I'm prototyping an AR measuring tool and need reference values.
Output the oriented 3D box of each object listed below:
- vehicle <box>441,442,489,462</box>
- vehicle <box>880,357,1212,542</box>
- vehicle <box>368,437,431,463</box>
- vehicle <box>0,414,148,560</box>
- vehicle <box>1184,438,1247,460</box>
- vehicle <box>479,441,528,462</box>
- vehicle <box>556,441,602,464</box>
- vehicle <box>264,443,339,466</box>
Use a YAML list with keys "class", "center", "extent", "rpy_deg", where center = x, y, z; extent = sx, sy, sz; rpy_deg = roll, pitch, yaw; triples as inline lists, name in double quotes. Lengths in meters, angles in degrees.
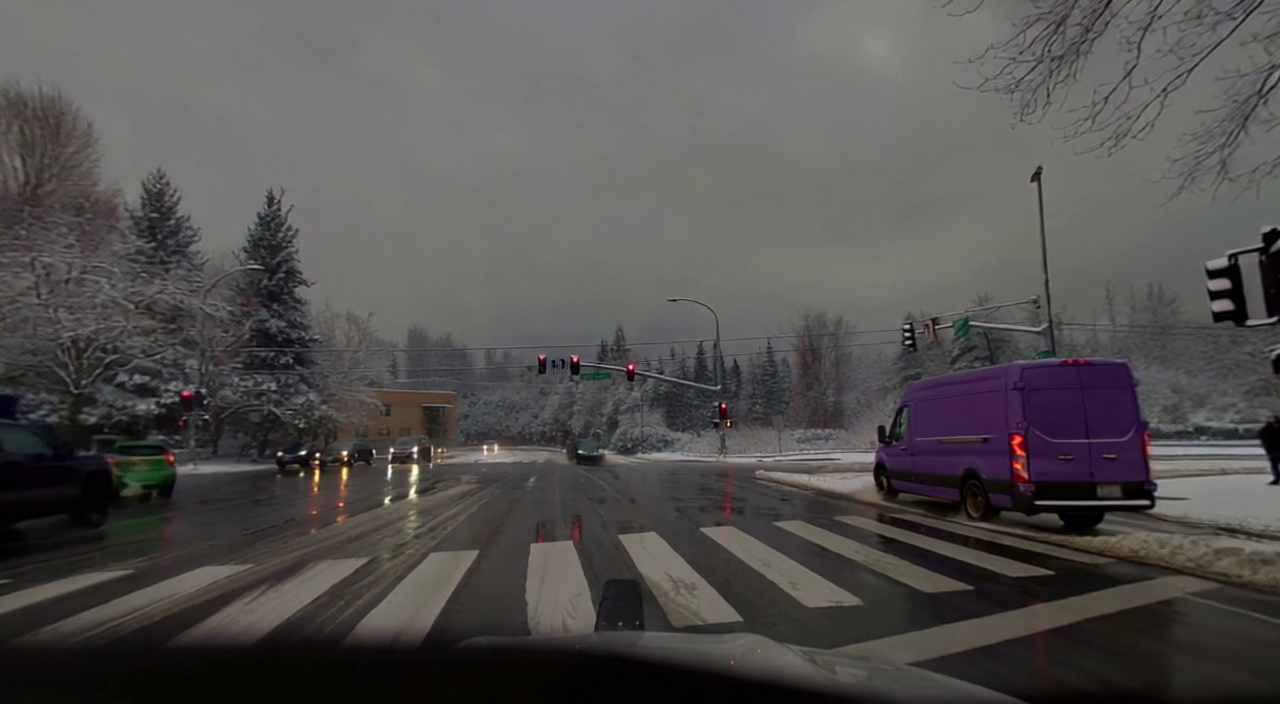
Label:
- class: "vehicle"
  center: [-13.189, 7.590, 47.854]
  extent: [1.845, 1.426, 4.289]
  rpy_deg: [-1, -9, 8]
- class: "vehicle"
  center: [6.553, 1.715, 11.343]
  extent: [2.332, 2.511, 5.326]
  rpy_deg: [0, -9, 0]
- class: "vehicle"
  center: [-17.388, 7.148, 46.005]
  extent: [2.189, 1.753, 4.785]
  rpy_deg: [-1, -9, 8]
- class: "vehicle"
  center: [-8.457, 1.595, 7.539]
  extent: [2.115, 1.653, 4.553]
  rpy_deg: [1, -9, -11]
- class: "vehicle"
  center: [39.050, 6.556, 42.850]
  extent: [4.010, 1.452, 1.800]
  rpy_deg: [5, -10, -29]
- class: "vehicle"
  center: [-10.154, 7.469, 47.400]
  extent: [2.097, 1.484, 4.596]
  rpy_deg: [-1, -9, 8]
- class: "vehicle"
  center: [-4.003, 6.501, 41.024]
  extent: [1.907, 1.409, 3.909]
  rpy_deg: [3, -9, -21]
- class: "vehicle"
  center: [-21.841, 6.644, 40.998]
  extent: [1.859, 1.415, 4.591]
  rpy_deg: [-1, -9, 8]
